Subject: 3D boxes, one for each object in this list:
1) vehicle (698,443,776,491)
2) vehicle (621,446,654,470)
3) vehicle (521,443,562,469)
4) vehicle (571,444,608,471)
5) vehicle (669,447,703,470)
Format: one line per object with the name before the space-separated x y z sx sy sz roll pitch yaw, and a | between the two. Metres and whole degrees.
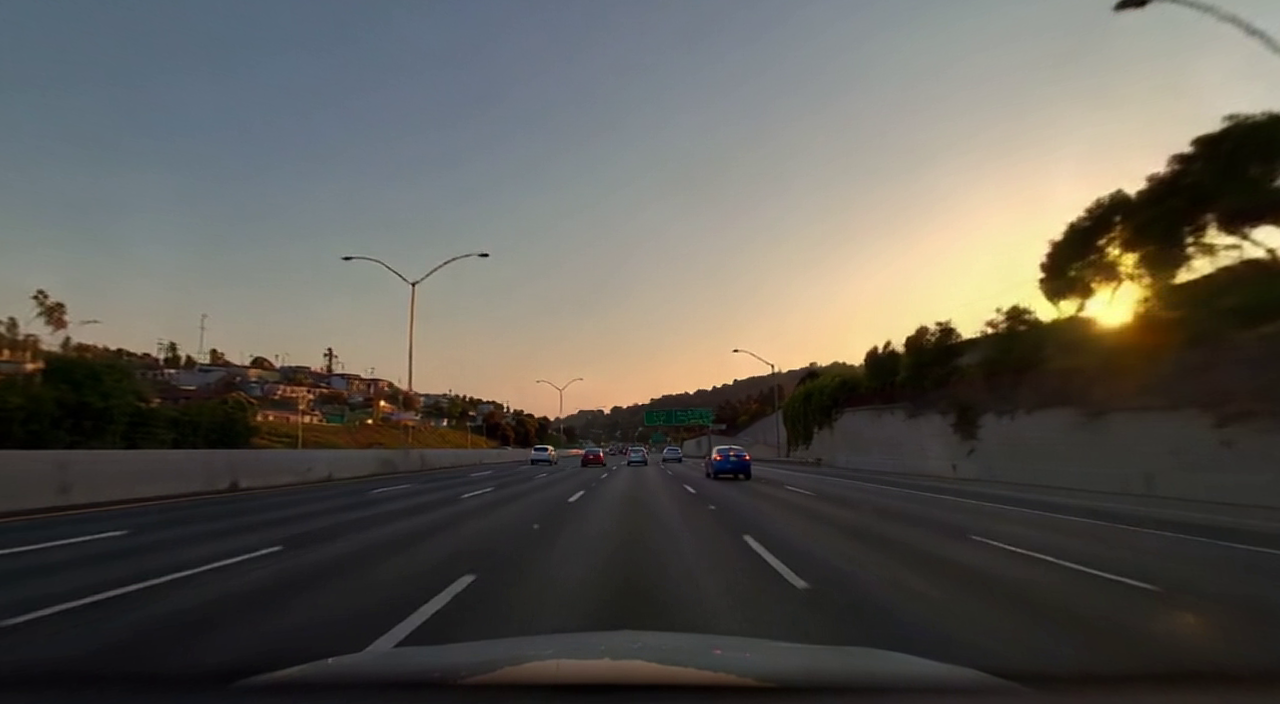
vehicle | 3.389 4.113 22.870 2.077 1.527 4.553 0 -9 -1
vehicle | -0.136 7.274 43.438 2.166 1.496 4.158 0 -9 0
vehicle | -6.811 7.269 44.089 2.112 1.721 4.381 0 -9 0
vehicle | -3.253 6.898 41.489 2.091 1.664 4.157 0 -9 0
vehicle | 3.220 7.526 44.629 2.036 1.517 4.256 0 -9 0
